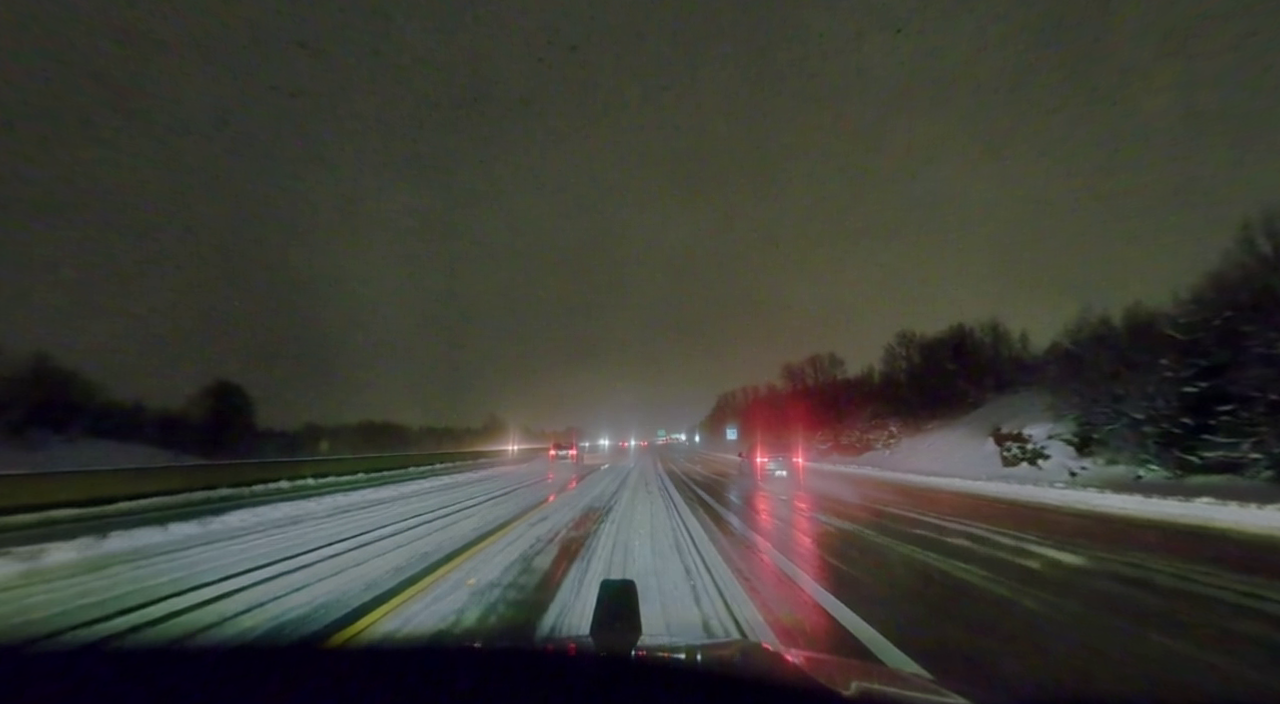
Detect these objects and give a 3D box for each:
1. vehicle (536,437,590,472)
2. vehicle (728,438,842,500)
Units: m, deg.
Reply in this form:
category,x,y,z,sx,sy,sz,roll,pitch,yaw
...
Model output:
category,x,y,z,sx,sy,sz,roll,pitch,yaw
vehicle,-3.765,5.088,31.642,2.048,1.618,4.424,0,-9,1
vehicle,3.884,3.205,17.729,2.060,1.485,4.274,0,-9,-2
